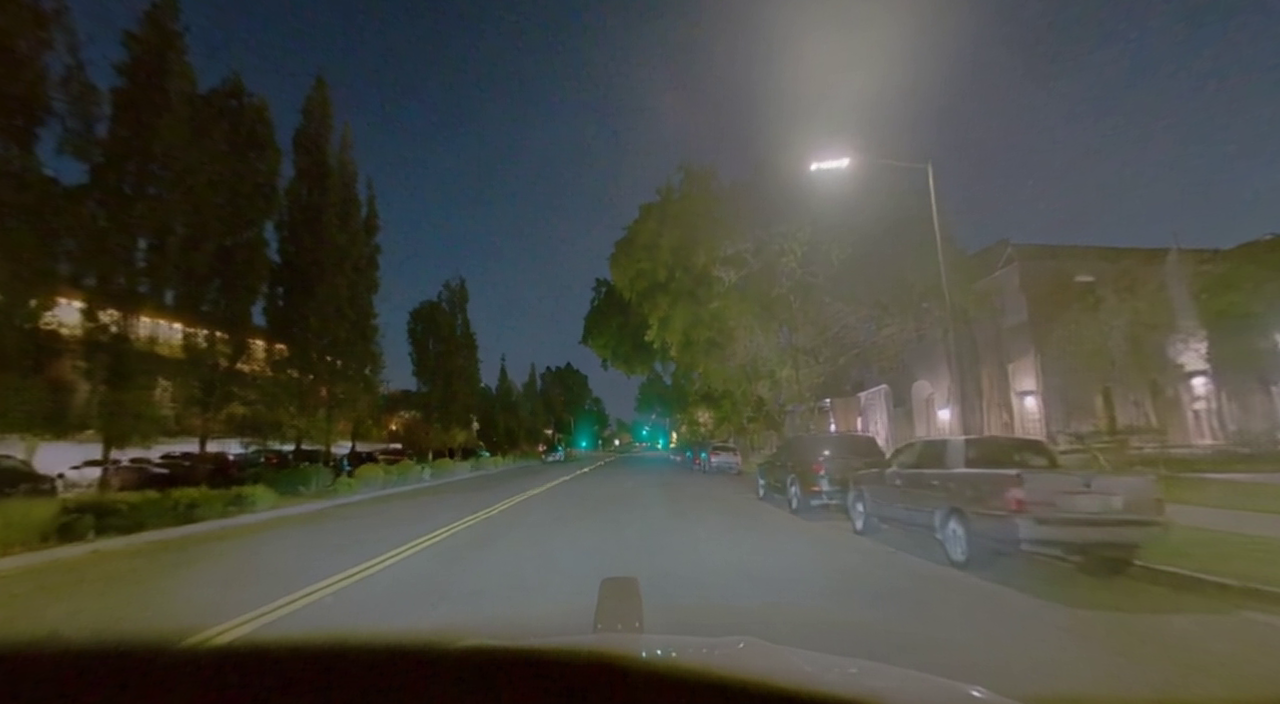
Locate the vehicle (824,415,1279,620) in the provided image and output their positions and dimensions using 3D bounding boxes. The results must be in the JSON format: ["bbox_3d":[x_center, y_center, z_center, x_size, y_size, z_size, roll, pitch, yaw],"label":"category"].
[{"bbox_3d":[3.950,1.614,7.350,1.933,1.528,5.006,0,-8,-2],"label":"vehicle"}]

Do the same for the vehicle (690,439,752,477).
[{"bbox_3d":[3.601,4.804,28.952,1.952,1.538,5.215,0,-8,-2],"label":"vehicle"}]

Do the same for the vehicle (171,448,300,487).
[{"bbox_3d":[-16.644,4.711,26.056,4.491,1.455,1.959,-3,-9,17],"label":"vehicle"}]
